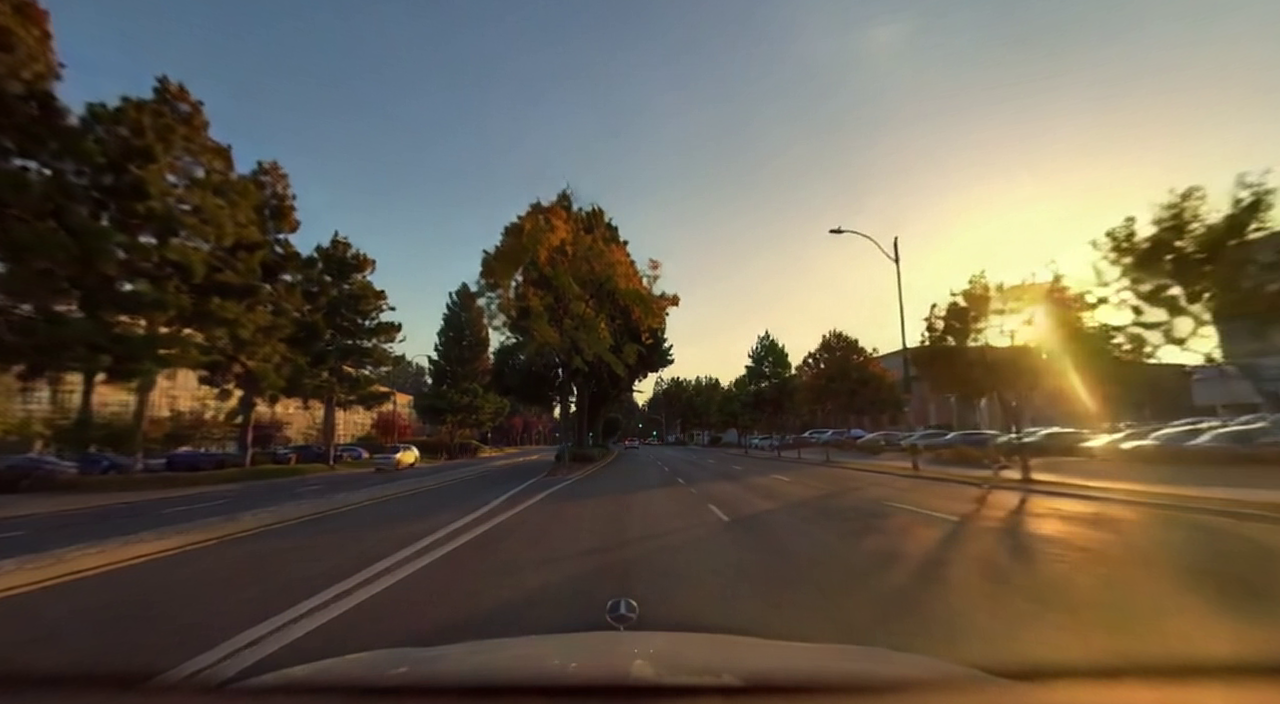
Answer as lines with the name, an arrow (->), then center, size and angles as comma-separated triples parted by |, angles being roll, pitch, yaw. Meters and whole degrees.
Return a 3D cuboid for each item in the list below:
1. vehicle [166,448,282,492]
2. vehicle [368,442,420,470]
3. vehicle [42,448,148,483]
vehicle -> -17.542, 4.965, 26.980 | 1.977, 1.664, 4.562 | 0, -8, -3
vehicle -> -18.704, 7.925, 48.293 | 2.178, 1.947, 5.078 | -1, -8, -2
vehicle -> -31.009, 6.422, 36.149 | 2.126, 1.801, 4.563 | 0, -8, -3
